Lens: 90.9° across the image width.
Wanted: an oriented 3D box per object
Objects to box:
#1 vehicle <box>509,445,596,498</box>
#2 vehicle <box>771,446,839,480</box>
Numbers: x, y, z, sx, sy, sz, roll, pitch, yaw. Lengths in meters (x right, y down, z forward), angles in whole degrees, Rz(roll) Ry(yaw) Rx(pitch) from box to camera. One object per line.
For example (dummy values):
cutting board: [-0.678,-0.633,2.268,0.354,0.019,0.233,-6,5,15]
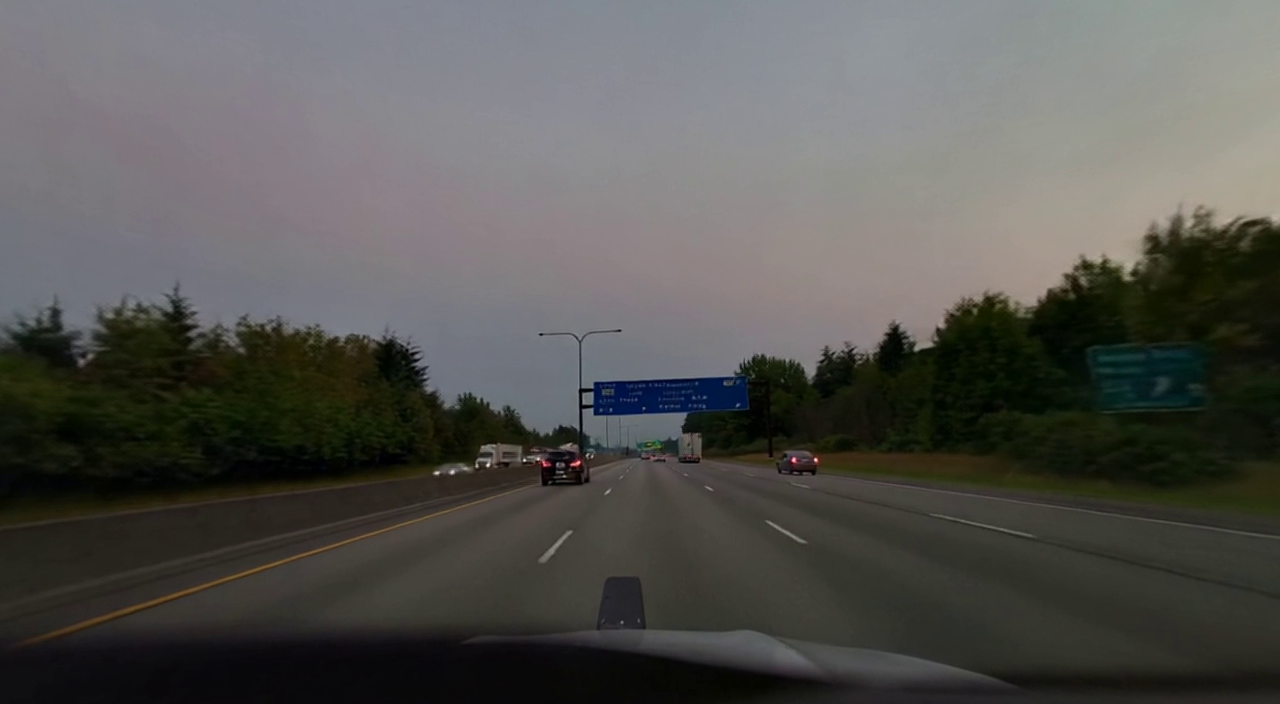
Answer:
vehicle: [-2.776,3.910,21.075,2.191,1.563,4.318,0,-9,1]
vehicle: [7.771,5.270,30.101,1.943,1.493,4.507,0,-9,-1]
